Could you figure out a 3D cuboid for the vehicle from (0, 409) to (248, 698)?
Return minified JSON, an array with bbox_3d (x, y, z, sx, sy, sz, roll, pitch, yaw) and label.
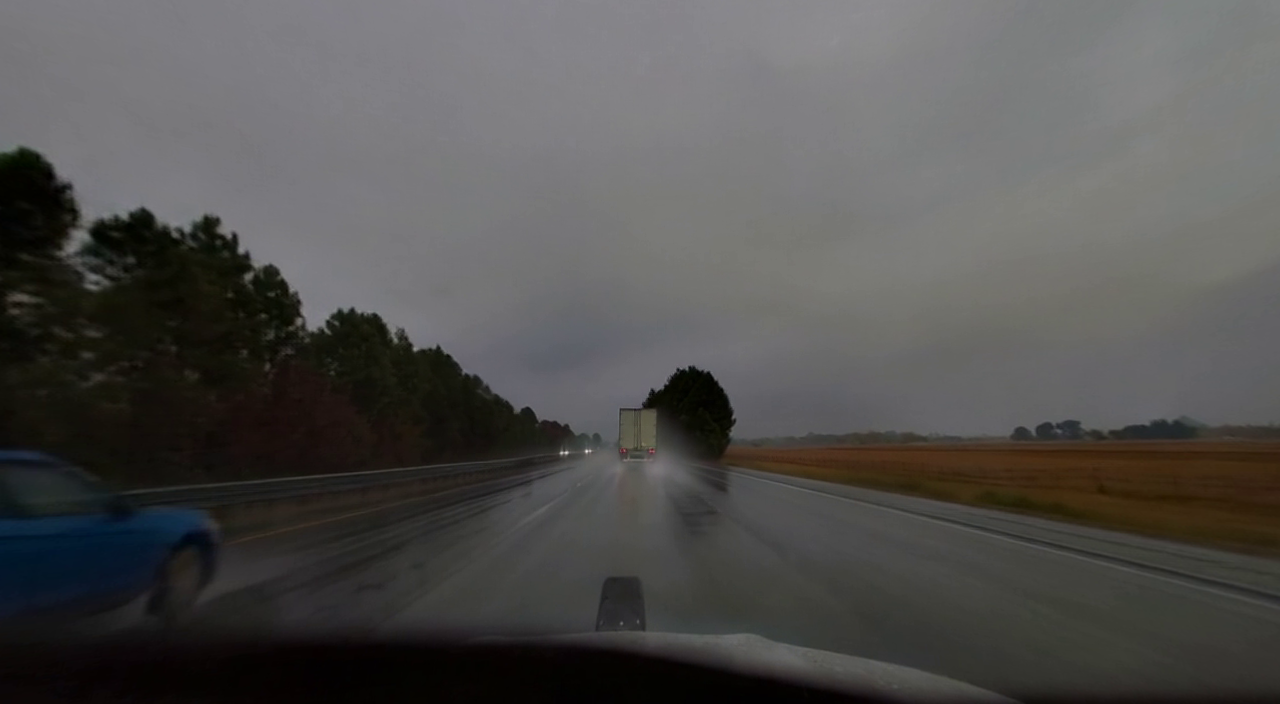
[{"bbox_3d":[-4.319,1.071,3.400,1.937,1.493,3.779,0,-9,0],"label":"vehicle"}]
